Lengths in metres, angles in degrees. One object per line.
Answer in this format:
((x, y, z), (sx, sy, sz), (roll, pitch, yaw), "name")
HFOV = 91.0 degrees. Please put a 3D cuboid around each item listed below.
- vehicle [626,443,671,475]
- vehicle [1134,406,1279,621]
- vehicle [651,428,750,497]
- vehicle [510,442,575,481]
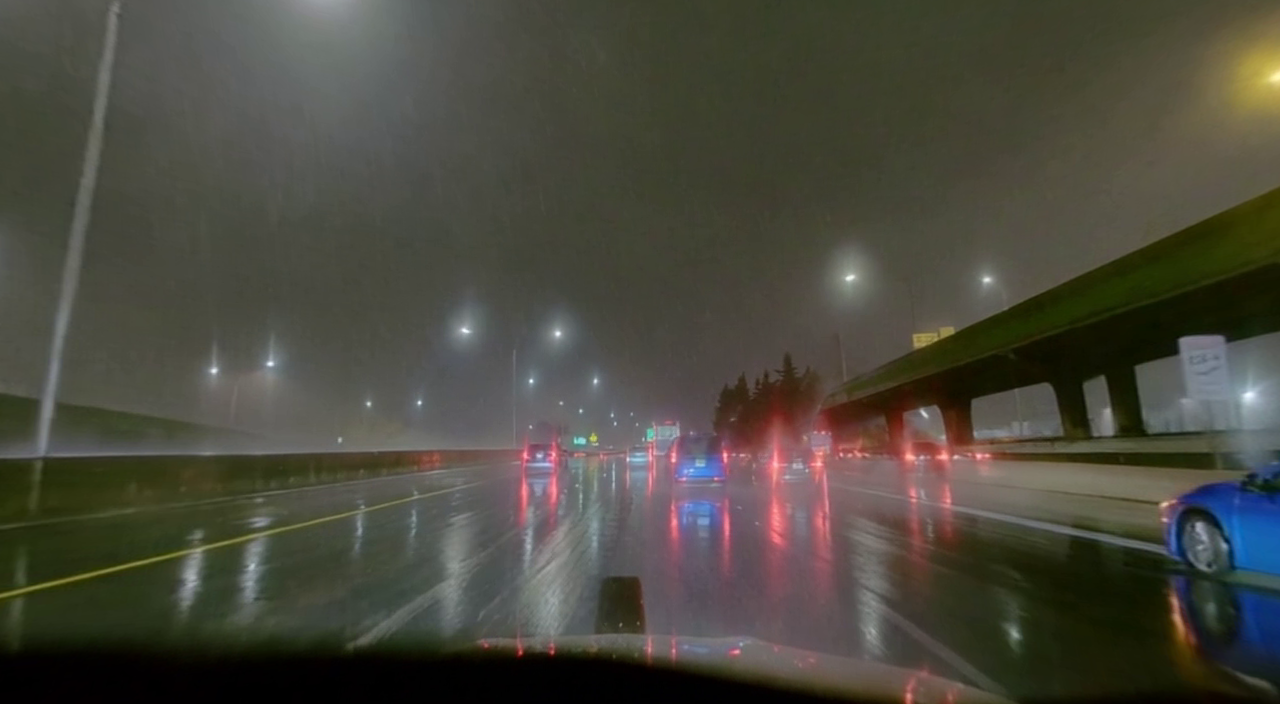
((0.385, 5.278, 31.300), (2.089, 1.493, 3.964), (0, -9, 0), "vehicle")
((6.030, 1.136, 4.065), (2.055, 1.656, 4.370), (0, -9, -1), "vehicle")
((1.587, 3.131, 18.163), (2.202, 1.748, 4.158), (1, -9, -4), "vehicle")
((-4.024, 4.593, 26.684), (2.031, 1.491, 4.145), (0, -9, 1), "vehicle")
